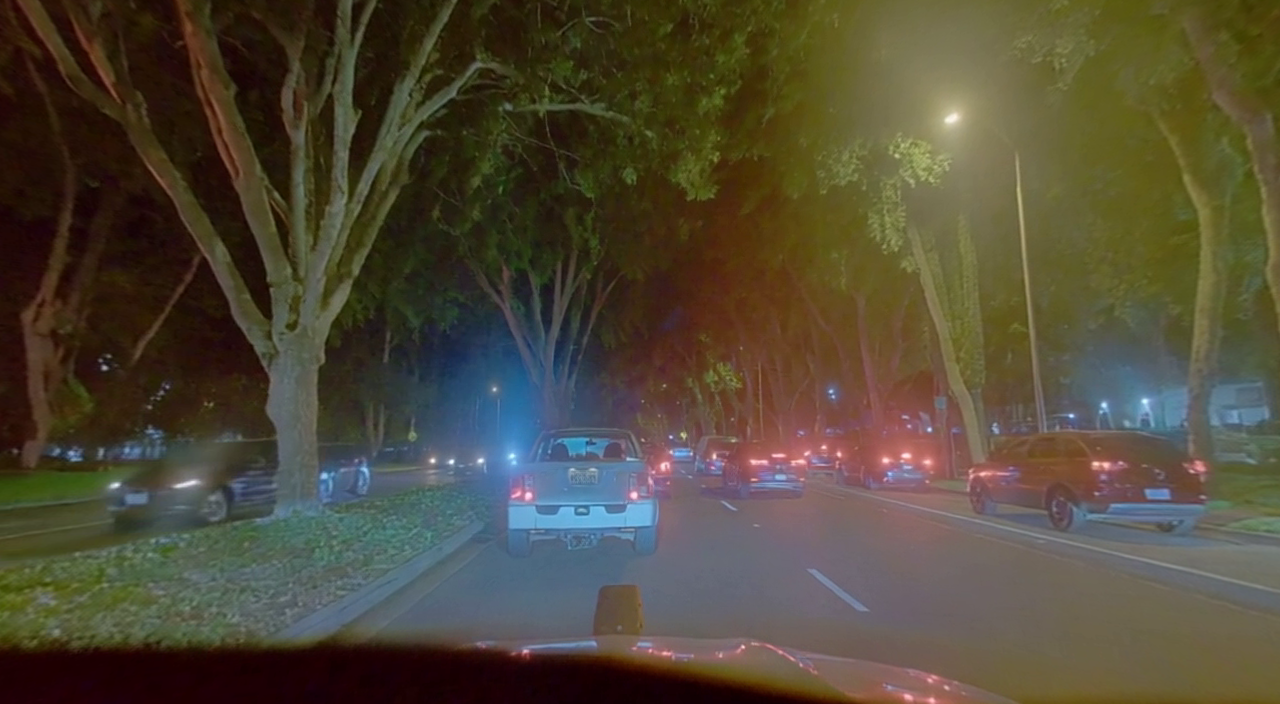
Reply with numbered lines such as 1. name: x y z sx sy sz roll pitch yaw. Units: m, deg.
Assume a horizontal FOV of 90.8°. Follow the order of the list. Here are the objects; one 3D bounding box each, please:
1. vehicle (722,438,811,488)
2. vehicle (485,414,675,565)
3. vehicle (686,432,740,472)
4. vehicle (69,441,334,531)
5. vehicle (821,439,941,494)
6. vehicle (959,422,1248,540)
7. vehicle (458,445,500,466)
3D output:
1. vehicle: 4.094 3.669 21.281 2.175 1.477 4.520 0 -8 2
2. vehicle: -0.821 1.805 8.988 2.106 1.655 3.717 1 -8 -5
3. vehicle: 3.600 5.024 31.997 2.114 1.846 4.659 0 -8 -1
4. vehicle: -8.371 2.558 12.751 2.039 1.466 4.553 0 -8 1
5. vehicle: 7.255 3.478 19.552 1.977 1.485 4.308 0 -8 0
6. vehicle: 7.912 2.213 11.508 2.168 1.709 4.289 -1 -8 4
7. vehicle: -12.134 7.816 47.861 1.981 1.463 4.395 0 -8 1
